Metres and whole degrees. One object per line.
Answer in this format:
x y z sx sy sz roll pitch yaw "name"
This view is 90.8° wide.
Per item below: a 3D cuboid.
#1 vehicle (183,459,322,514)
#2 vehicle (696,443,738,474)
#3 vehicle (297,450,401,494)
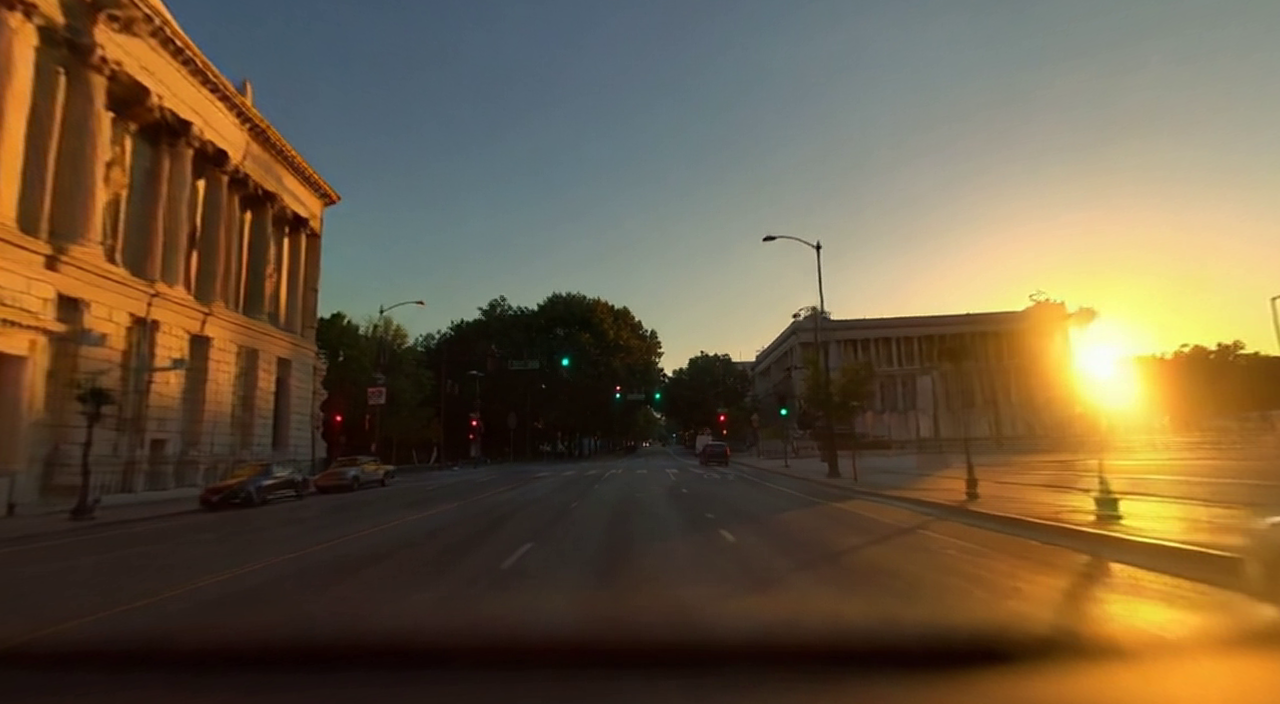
-12.415 4.298 20.626 1.767 1.455 4.389 0 -8 0 "vehicle"
4.156 5.714 34.118 2.085 1.530 4.125 -1 -8 7 "vehicle"
-12.539 5.154 27.724 2.011 1.668 5.474 0 -8 0 "vehicle"
